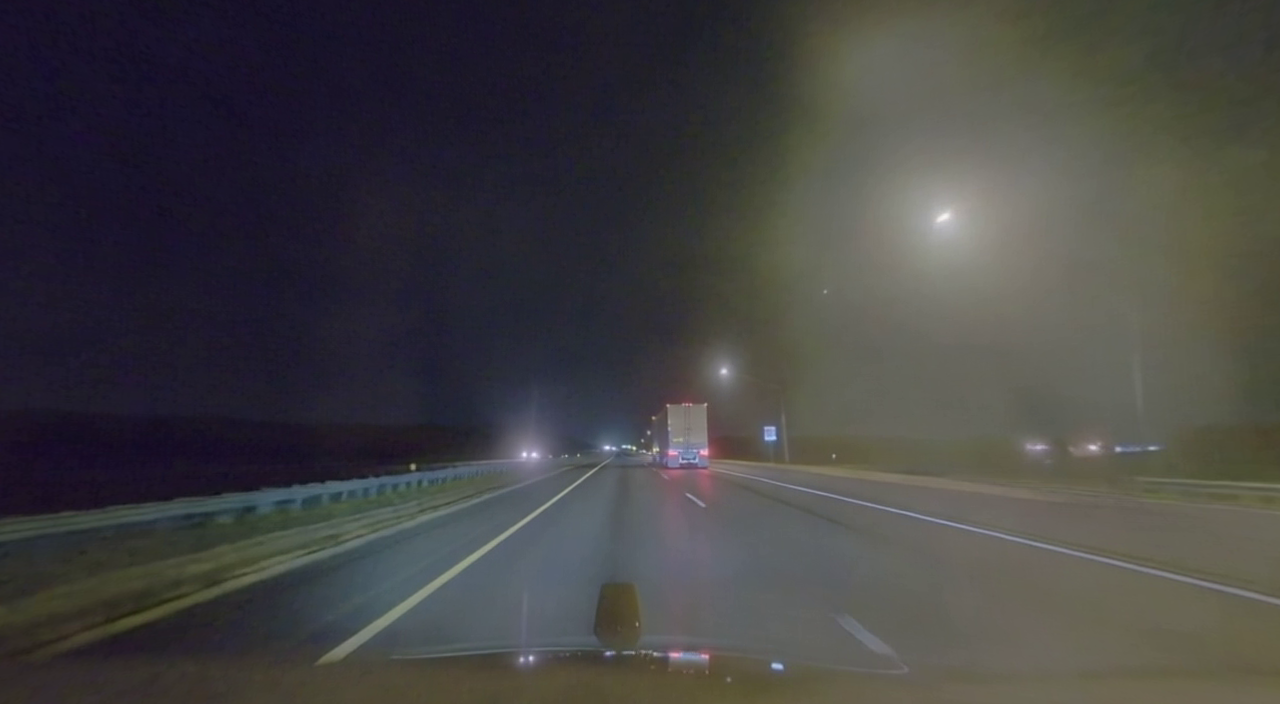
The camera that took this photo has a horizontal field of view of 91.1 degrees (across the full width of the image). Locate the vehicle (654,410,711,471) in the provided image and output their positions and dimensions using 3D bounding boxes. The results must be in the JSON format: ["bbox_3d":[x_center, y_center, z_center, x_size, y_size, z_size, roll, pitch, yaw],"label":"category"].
[{"bbox_3d":[3.015,6.946,49.193,2.938,4.076,13.362,0,-8,-3],"label":"vehicle"}]
